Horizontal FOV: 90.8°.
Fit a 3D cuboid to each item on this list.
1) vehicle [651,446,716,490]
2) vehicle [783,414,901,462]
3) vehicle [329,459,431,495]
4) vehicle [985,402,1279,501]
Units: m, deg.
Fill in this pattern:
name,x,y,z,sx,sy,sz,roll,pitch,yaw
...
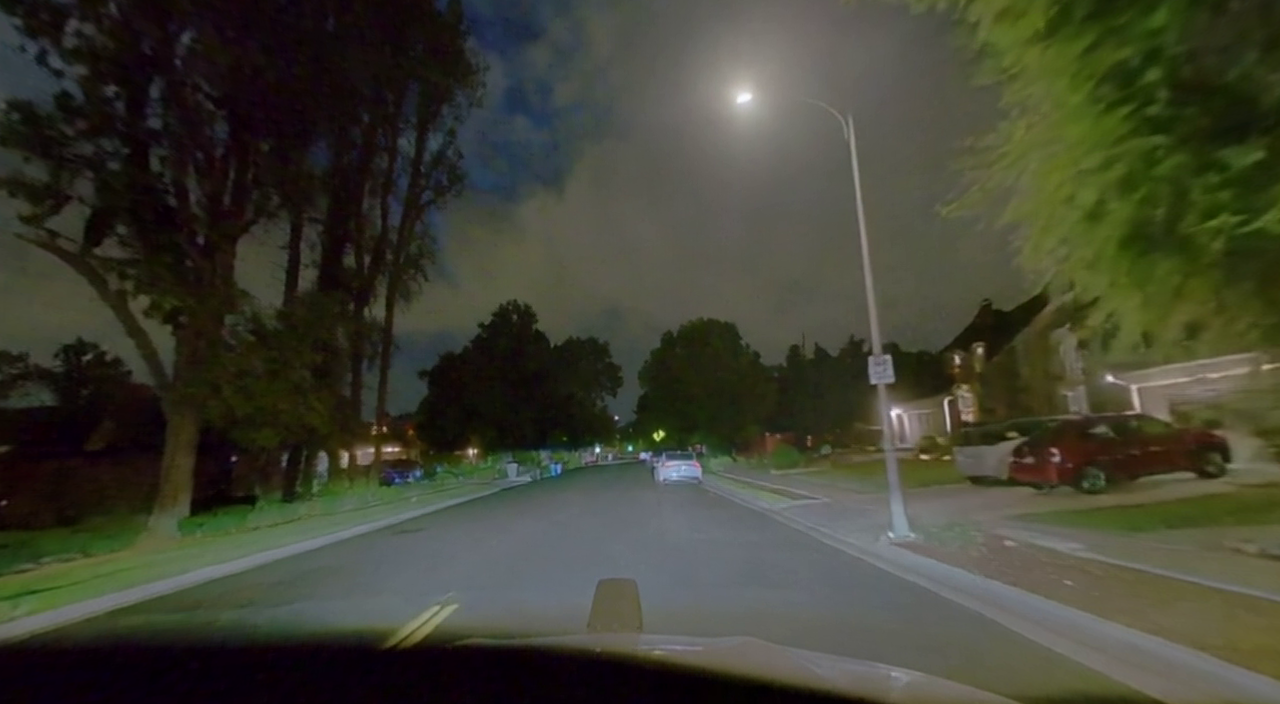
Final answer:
name,x,y,z,sx,sy,sz,roll,pitch,yaw
vehicle,1.582,4.480,24.778,2.009,1.506,4.698,0,-9,-2
vehicle,9.460,4.126,29.992,4.861,1.911,2.181,2,-13,0
vehicle,-13.884,6.693,33.941,4.511,1.809,2.018,0,-9,0
vehicle,9.178,1.853,11.832,4.230,1.666,1.978,0,-9,0
